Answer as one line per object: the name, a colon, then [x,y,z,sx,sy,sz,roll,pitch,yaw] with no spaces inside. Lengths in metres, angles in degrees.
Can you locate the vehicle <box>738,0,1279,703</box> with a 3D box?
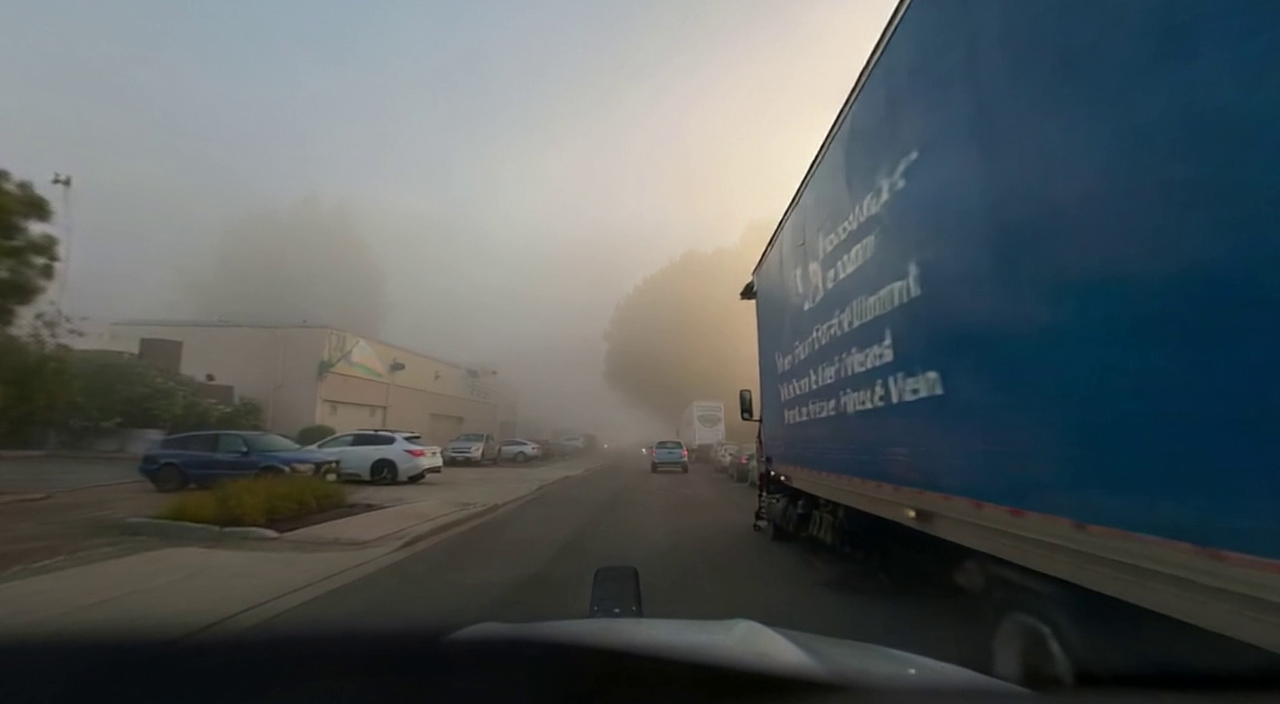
vehicle: [3.038,0.251,5.294,3.019,3.659,10.648,0,-8,2]

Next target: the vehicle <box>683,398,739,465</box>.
vehicle: [4.890,5.909,46.185,2.865,4.113,14.471,0,-8,2]

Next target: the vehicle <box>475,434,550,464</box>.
vehicle: [-6.695,5.118,33.313,3.569,1.520,1.797,0,-8,0]

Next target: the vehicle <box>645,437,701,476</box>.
vehicle: [1.361,4.312,26.376,2.160,1.498,3.909,0,-8,2]

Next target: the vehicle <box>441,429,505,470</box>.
vehicle: [-7.677,4.510,29.398,1.996,1.719,4.382,2,-8,-4]

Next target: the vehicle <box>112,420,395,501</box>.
vehicle: [-7.694,2.184,12.889,4.555,1.517,1.858,0,-8,2]
